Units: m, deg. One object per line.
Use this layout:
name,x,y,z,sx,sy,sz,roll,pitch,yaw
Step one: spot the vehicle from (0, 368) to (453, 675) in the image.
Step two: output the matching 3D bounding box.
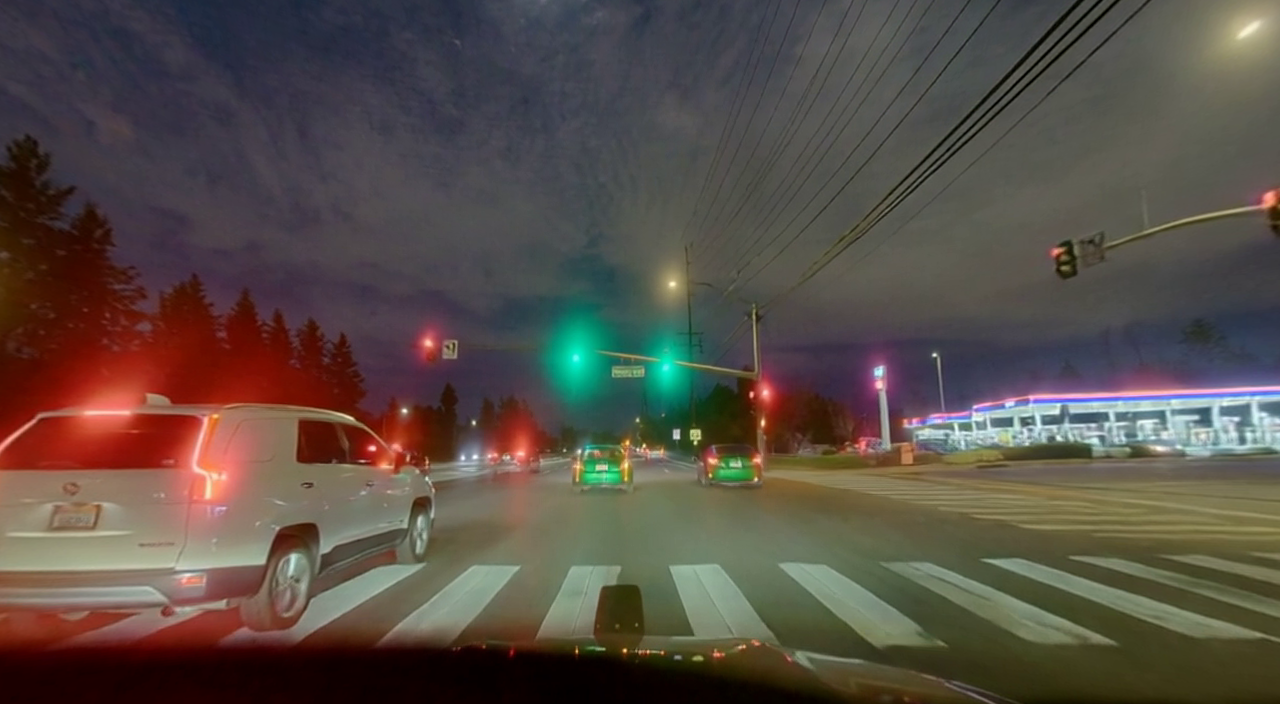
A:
vehicle,-3.324,1.239,5.738,1.922,1.642,4.547,0,-8,-1

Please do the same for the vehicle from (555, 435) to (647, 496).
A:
vehicle,-0.987,3.026,17.246,2.189,1.437,4.135,0,-8,-2

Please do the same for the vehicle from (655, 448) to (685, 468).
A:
vehicle,2.310,8.334,49.868,2.069,1.464,4.599,0,-8,-1

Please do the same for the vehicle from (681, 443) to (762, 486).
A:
vehicle,2.658,3.785,21.605,2.065,1.302,4.416,0,-8,-2

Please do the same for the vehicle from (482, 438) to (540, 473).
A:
vehicle,-7.511,6.086,37.347,2.385,1.918,5.056,0,-8,0
